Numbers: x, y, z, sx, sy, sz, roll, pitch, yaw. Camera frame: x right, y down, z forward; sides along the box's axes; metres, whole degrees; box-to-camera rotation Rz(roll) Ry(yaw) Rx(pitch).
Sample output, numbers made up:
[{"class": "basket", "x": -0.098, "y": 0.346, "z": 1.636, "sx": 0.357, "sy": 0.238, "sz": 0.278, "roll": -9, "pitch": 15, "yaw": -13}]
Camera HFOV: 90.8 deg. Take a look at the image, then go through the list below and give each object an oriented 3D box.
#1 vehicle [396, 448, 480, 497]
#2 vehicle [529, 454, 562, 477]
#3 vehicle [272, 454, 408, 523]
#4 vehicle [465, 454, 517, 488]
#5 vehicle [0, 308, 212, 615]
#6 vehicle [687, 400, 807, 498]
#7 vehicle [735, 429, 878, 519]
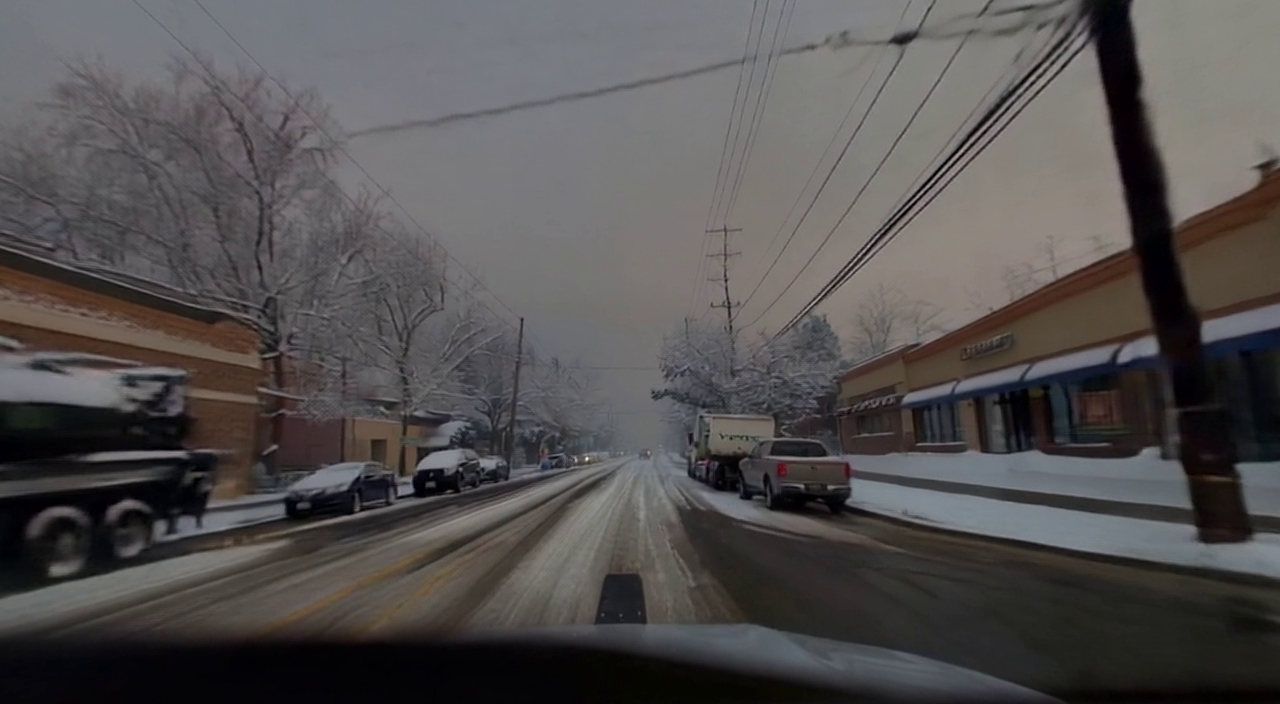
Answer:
[{"class": "vehicle", "x": -7.768, "y": 4.626, "z": 24.679, "sx": 1.882, "sy": 1.639, "sz": 4.187, "roll": -3, "pitch": -9, "yaw": 1}, {"class": "vehicle", "x": -7.266, "y": 8.745, "z": 48.868, "sx": 1.787, "sy": 1.543, "sz": 4.052, "roll": -4, "pitch": -8, "yaw": 1}, {"class": "vehicle", "x": -7.905, "y": 3.581, "z": 17.113, "sx": 1.704, "sy": 1.464, "sz": 4.089, "roll": -3, "pitch": -8, "yaw": 0}, {"class": "vehicle", "x": -7.639, "y": 6.088, "z": 32.599, "sx": 1.678, "sy": 1.468, "sz": 3.706, "roll": -4, "pitch": -9, "yaw": 1}, {"class": "vehicle", "x": -8.061, "y": 1.041, "z": 5.855, "sx": 2.745, "sy": 3.157, "sz": 7.388, "roll": -1, "pitch": -9, "yaw": 2}, {"class": "vehicle", "x": 3.954, "y": 3.824, "z": 25.833, "sx": 3.011, "sy": 3.127, "sz": 8.608, "roll": -3, "pitch": -7, "yaw": -2}, {"class": "vehicle", "x": 3.719, "y": 2.838, "z": 15.217, "sx": 2.097, "sy": 1.784, "sz": 4.915, "roll": 0, "pitch": -9, "yaw": 0}]
